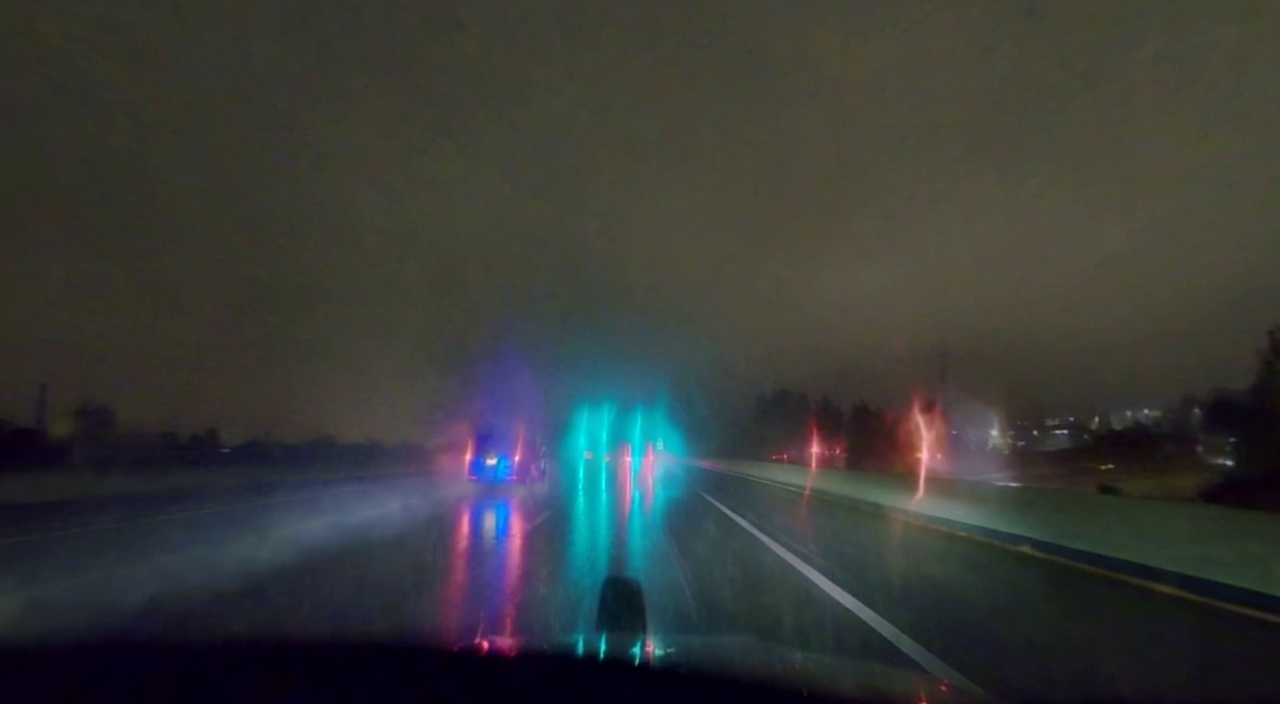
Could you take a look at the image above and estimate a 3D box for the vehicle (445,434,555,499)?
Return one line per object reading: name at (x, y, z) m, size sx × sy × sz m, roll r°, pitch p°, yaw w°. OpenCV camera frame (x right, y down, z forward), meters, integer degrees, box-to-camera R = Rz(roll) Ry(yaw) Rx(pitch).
vehicle at (-4.193, 3.550, 19.976) m, size 2.272 × 1.759 × 5.058 m, roll 0°, pitch -9°, yaw 1°
